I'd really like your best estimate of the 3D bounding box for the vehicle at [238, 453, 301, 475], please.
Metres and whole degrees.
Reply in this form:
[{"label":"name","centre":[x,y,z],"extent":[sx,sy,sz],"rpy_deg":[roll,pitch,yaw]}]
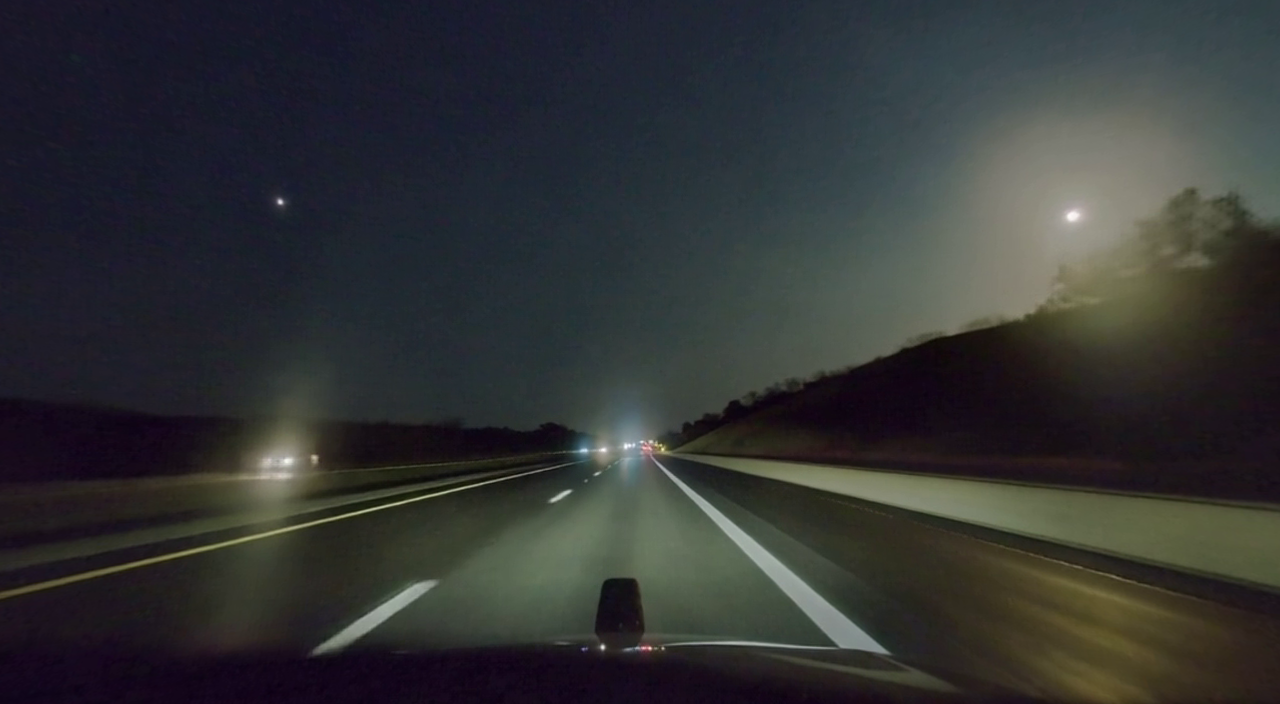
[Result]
[{"label":"vehicle","centre":[-28.410,8.583,48.482],"extent":[1.872,1.504,4.636],"rpy_deg":[-1,-9,3]}]
